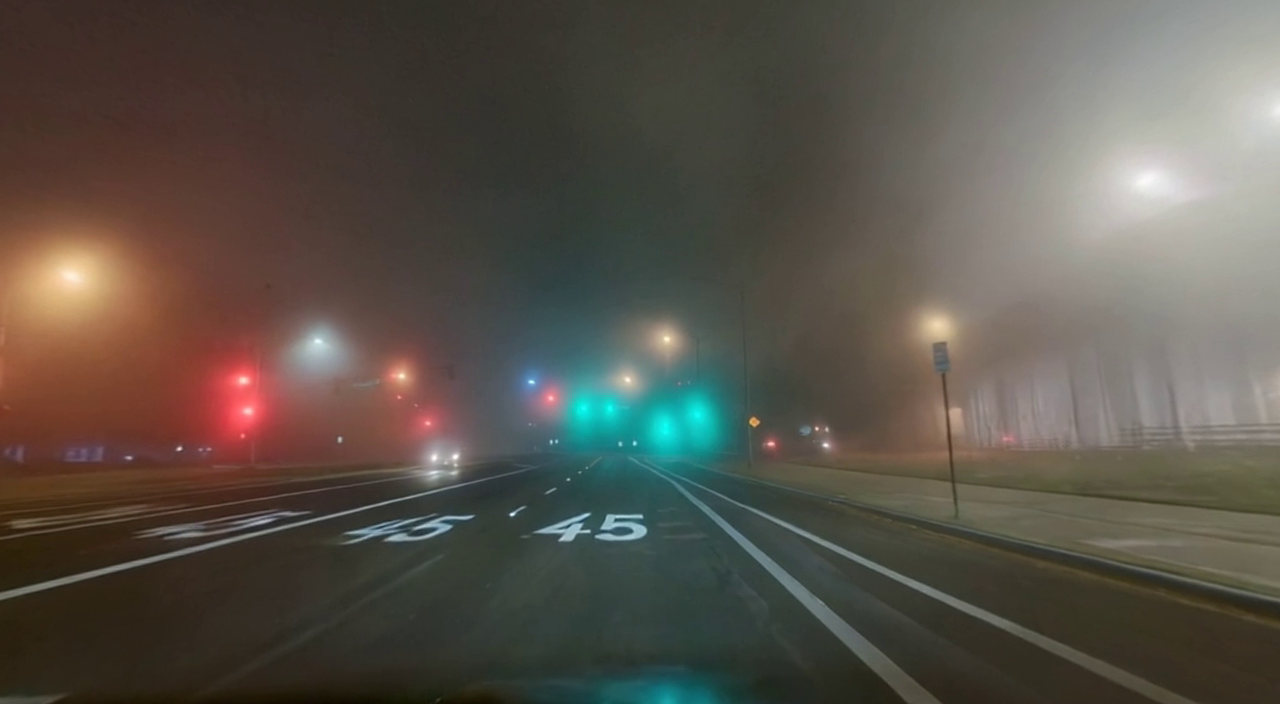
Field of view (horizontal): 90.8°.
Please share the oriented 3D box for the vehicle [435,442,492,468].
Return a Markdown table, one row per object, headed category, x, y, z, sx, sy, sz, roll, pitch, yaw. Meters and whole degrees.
| category | x | y | z | sx | sy | sz | roll | pitch | yaw |
| --- | --- | --- | --- | --- | --- | --- | --- | --- | --- |
| vehicle | -10.317 | 6.043 | 37.288 | 2.089 | 1.390 | 4.555 | 0 | -8 | 0 |
